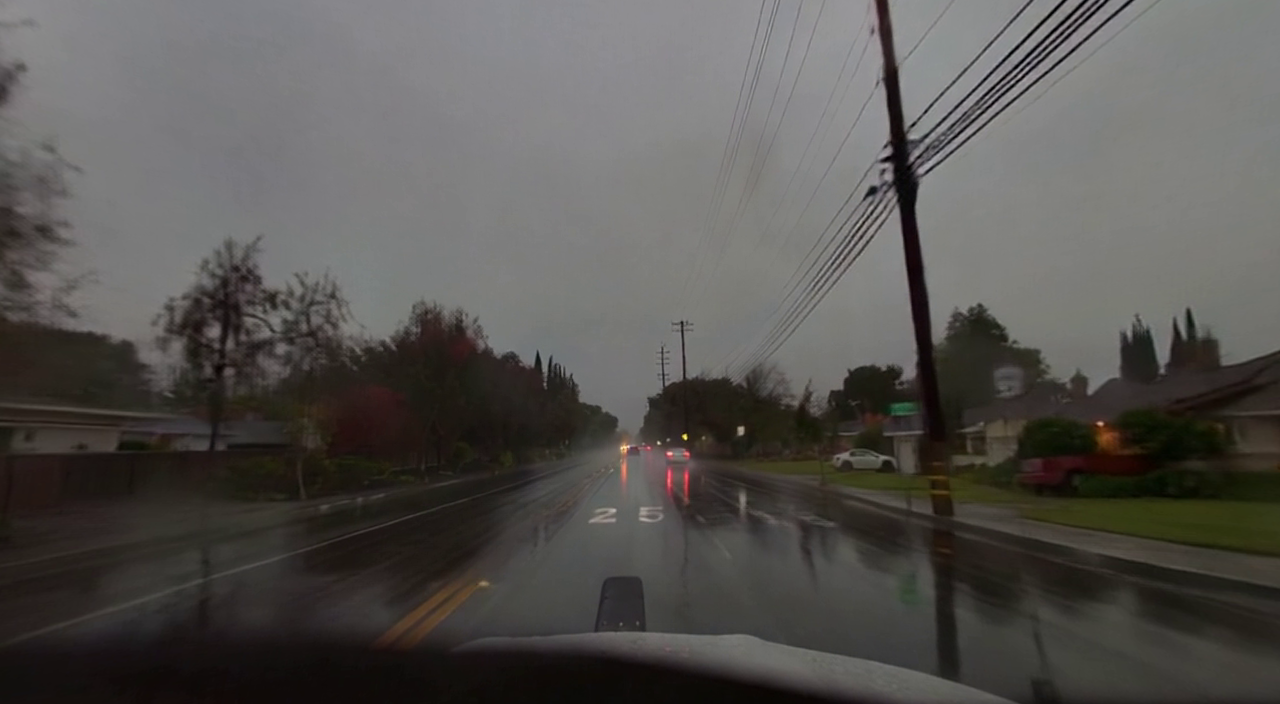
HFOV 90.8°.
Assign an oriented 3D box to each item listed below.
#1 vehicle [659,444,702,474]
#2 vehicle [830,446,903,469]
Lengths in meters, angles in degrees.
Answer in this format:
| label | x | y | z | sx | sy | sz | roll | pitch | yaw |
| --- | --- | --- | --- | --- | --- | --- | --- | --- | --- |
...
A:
| label | x | y | z | sx | sy | sz | roll | pitch | yaw |
| --- | --- | --- | --- | --- | --- | --- | --- | --- | --- |
| vehicle | 2.052 | 5.569 | 33.084 | 1.975 | 1.497 | 3.647 | 0 | -9 | 0 |
| vehicle | 14.441 | 6.770 | 40.462 | 3.838 | 1.405 | 1.992 | 1 | -9 | -6 |
